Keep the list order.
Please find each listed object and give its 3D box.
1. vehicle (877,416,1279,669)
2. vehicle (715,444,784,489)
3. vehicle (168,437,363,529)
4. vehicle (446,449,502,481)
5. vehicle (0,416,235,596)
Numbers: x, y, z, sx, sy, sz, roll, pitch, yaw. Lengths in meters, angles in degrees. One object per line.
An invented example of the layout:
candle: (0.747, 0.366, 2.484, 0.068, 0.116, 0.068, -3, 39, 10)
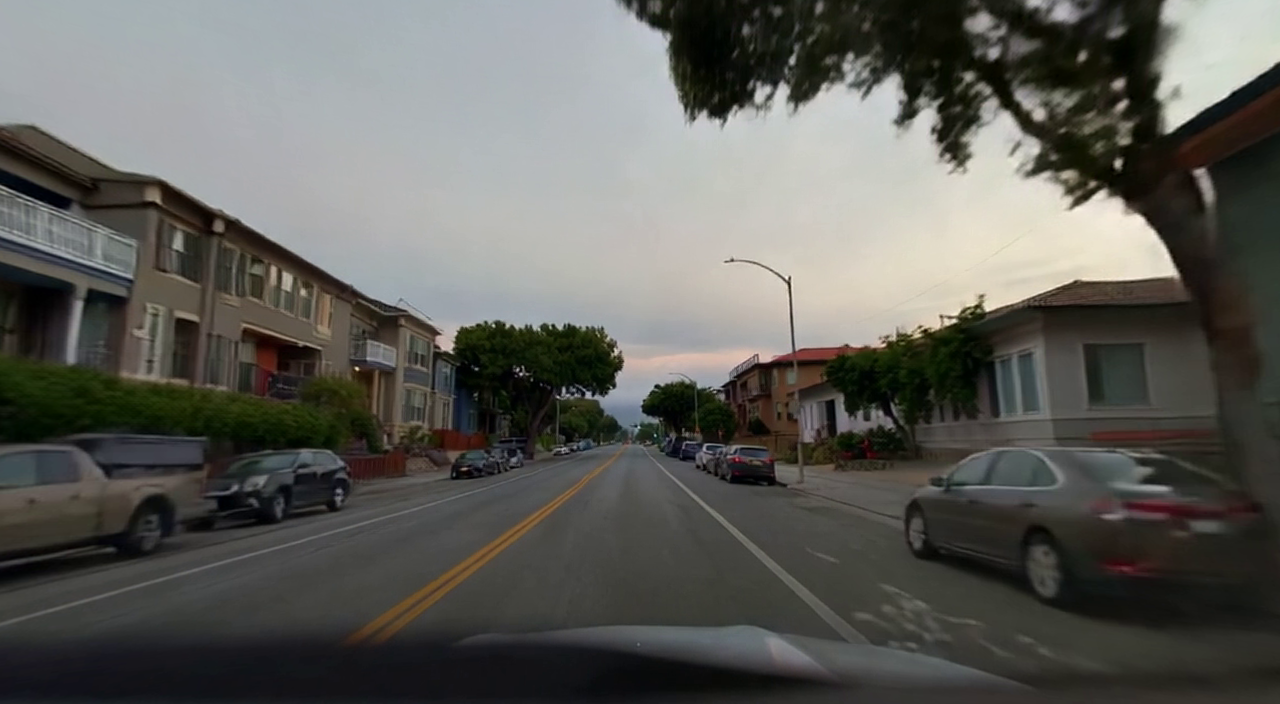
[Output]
vehicle: (4.376, 1.607, 6.475, 2.034, 1.674, 4.271, 1, -9, -3)
vehicle: (4.070, 4.314, 24.100, 1.845, 1.556, 3.929, 0, -9, -1)
vehicle: (-8.144, 2.904, 14.359, 1.932, 1.708, 4.460, 0, -10, -4)
vehicle: (-8.252, 5.650, 31.789, 1.852, 1.482, 3.916, -1, -9, -1)
vehicle: (-7.844, 1.847, 7.963, 2.283, 1.853, 4.903, -1, -9, -1)
